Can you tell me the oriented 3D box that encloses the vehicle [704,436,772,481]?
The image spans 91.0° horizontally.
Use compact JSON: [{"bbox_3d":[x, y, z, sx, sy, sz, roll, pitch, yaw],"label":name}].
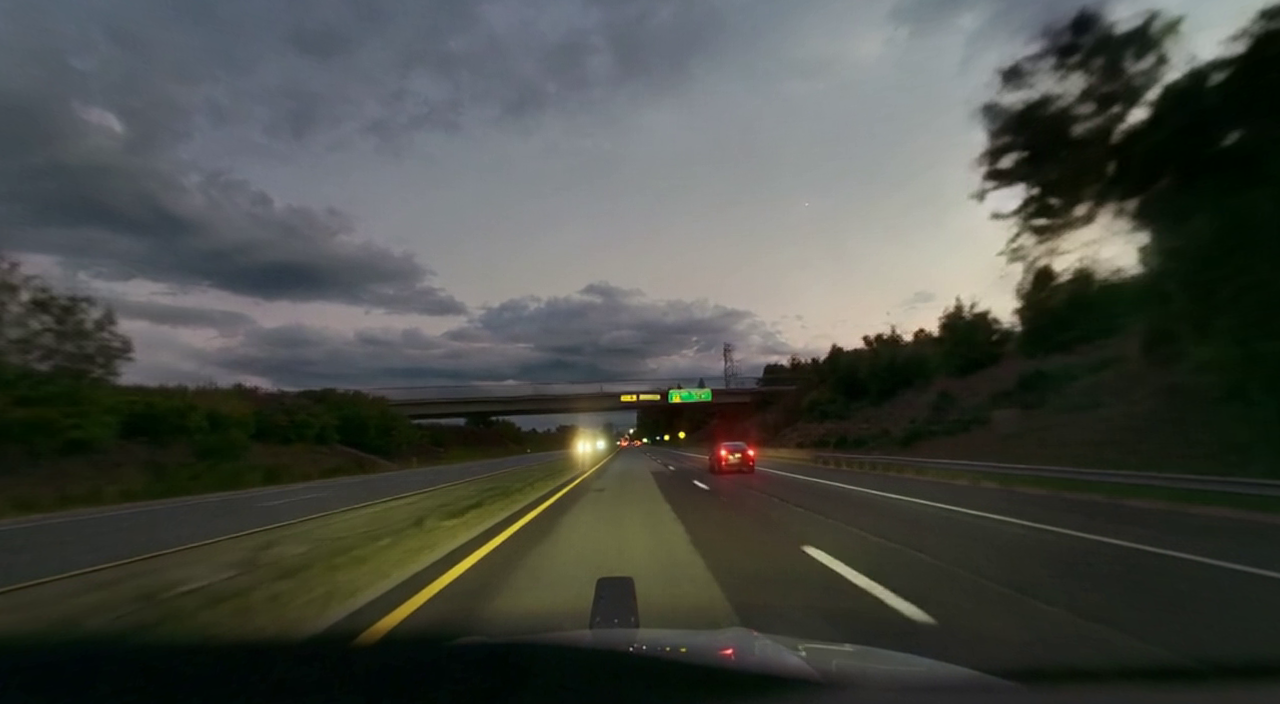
[{"bbox_3d":[3.463,3.815,22.895,1.781,1.470,3.540,0,-8,-2],"label":"vehicle"}]
